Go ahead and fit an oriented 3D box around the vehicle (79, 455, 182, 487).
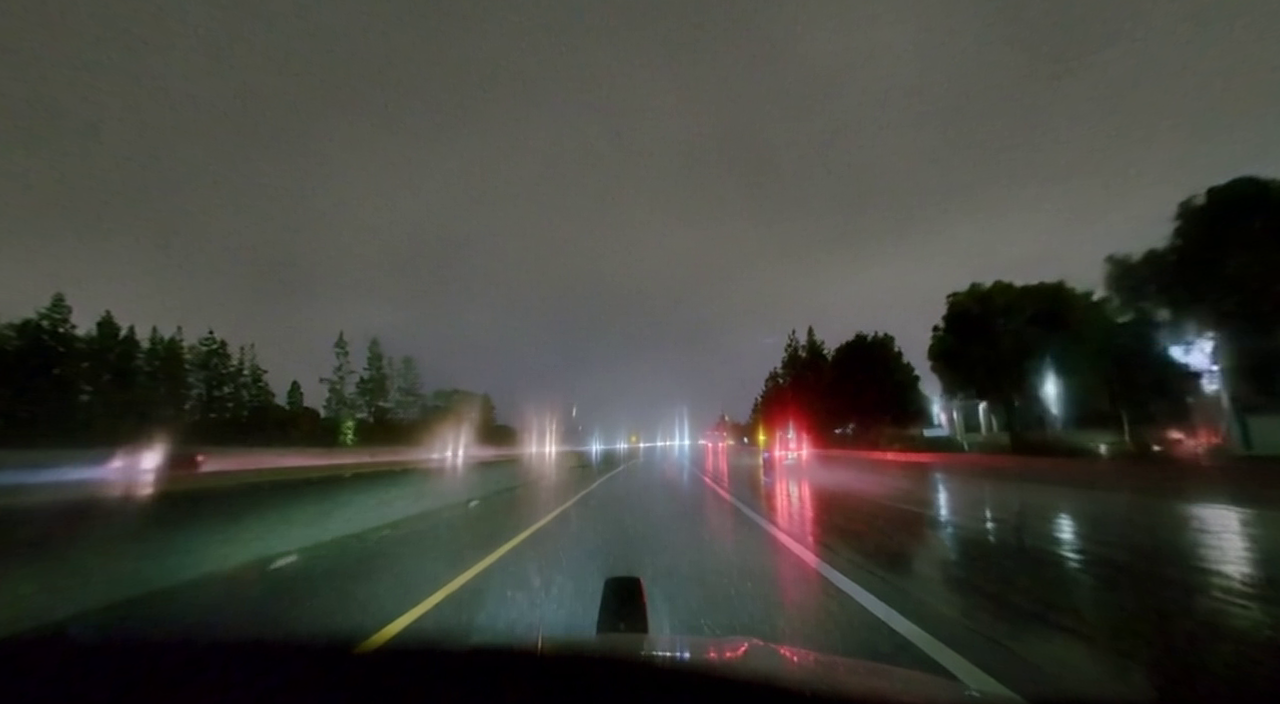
[{"bbox_3d":[-29.628,6.908,36.893,1.911,1.616,4.812,0,-9,2],"label":"vehicle"}]
